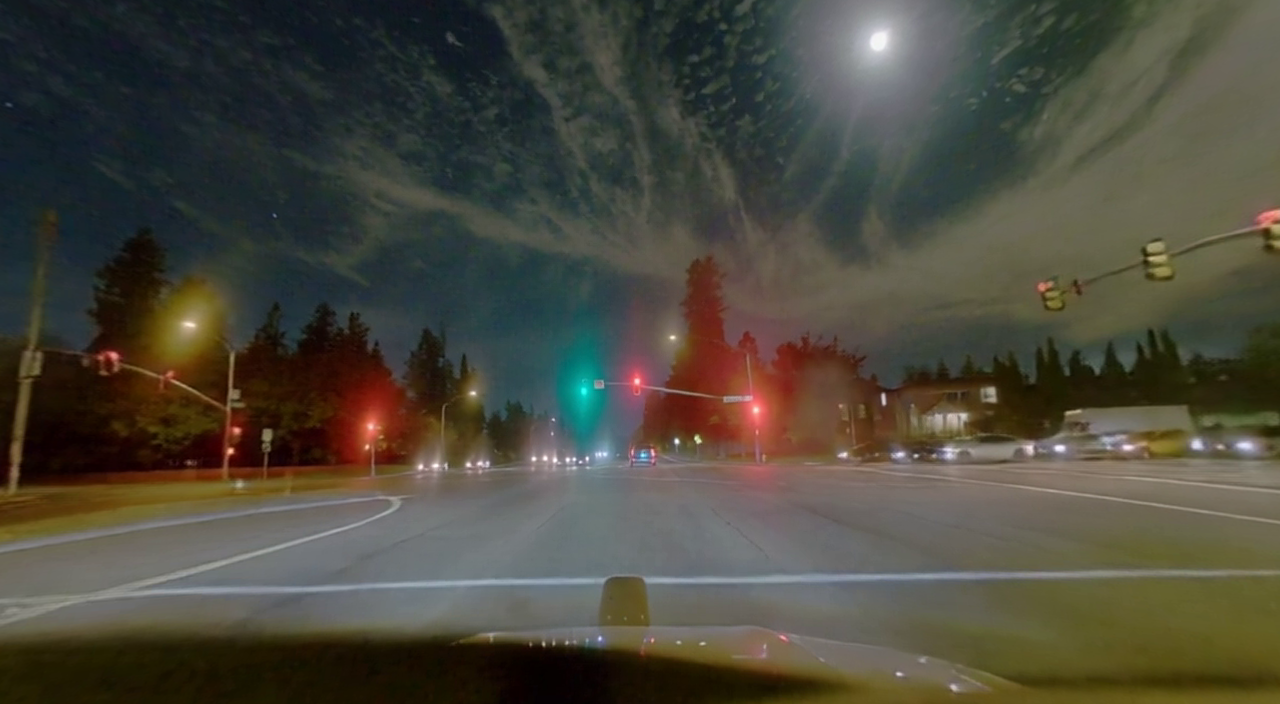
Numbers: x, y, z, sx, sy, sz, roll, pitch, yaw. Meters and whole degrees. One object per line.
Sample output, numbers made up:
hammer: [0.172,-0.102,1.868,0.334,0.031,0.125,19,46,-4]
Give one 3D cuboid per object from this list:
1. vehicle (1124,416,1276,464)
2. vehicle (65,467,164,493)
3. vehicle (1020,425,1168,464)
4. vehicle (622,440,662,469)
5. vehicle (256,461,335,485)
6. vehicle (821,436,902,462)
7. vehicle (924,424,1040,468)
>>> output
vehicle: [25.261,3.985,28.566,4.897,1.637,1.895,-5,-8,1]
vehicle: [-34.084,8.302,41.001,4.413,1.487,1.915,2,-9,-15]
vehicle: [18.468,3.787,25.794,4.474,1.482,1.937,0,-9,1]
vehicle: [0.125,6.535,40.342,2.437,1.737,4.420,0,-9,0]
vehicle: [-24.386,8.555,44.765,2.024,1.511,4.403,-8,-11,41]
vehicle: [15.088,6.651,43.196,4.732,1.713,2.257,-1,-9,3]
vehicle: [17.426,4.797,32.311,4.554,1.704,2.121,-6,-8,1]
